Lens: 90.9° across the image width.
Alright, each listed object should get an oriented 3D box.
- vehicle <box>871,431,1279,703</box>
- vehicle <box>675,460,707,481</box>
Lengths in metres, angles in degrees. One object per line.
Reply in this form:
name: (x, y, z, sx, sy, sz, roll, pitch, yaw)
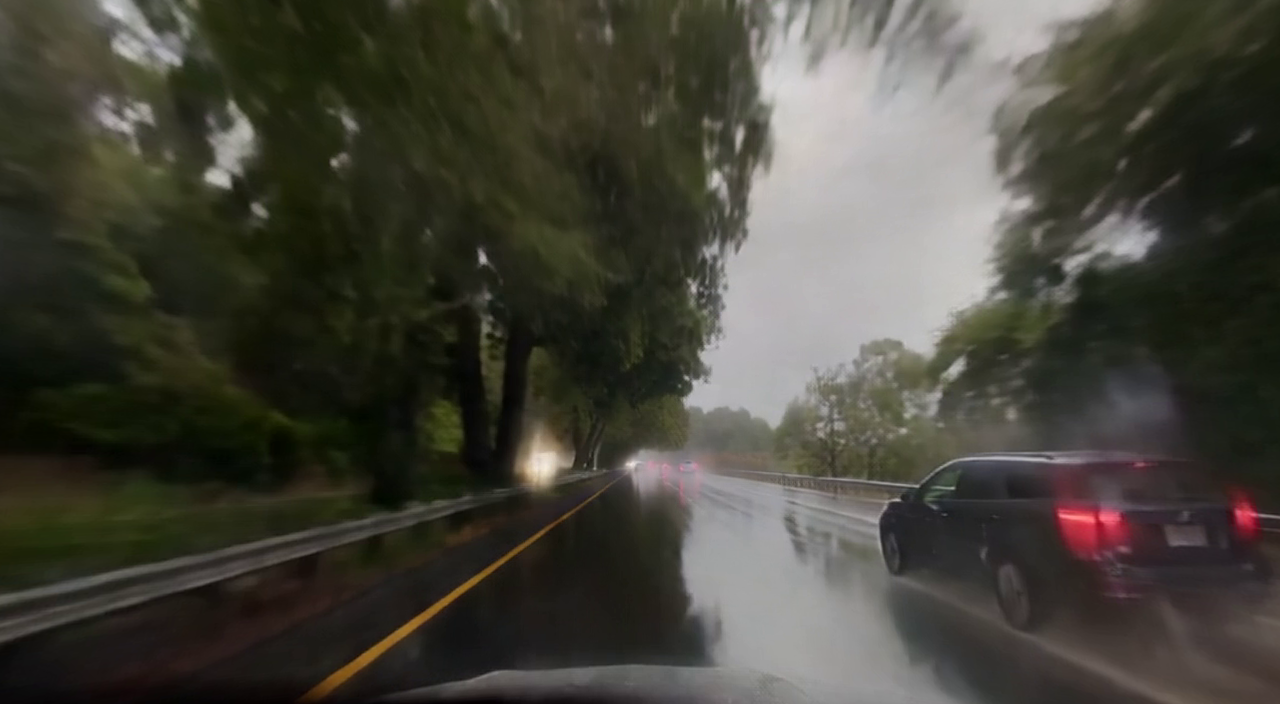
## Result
vehicle: (3.708, 1.568, 5.559, 1.825, 1.494, 3.959, 1, -10, 0)
vehicle: (3.948, 9.310, 49.455, 2.156, 1.569, 3.821, 1, -10, -1)
